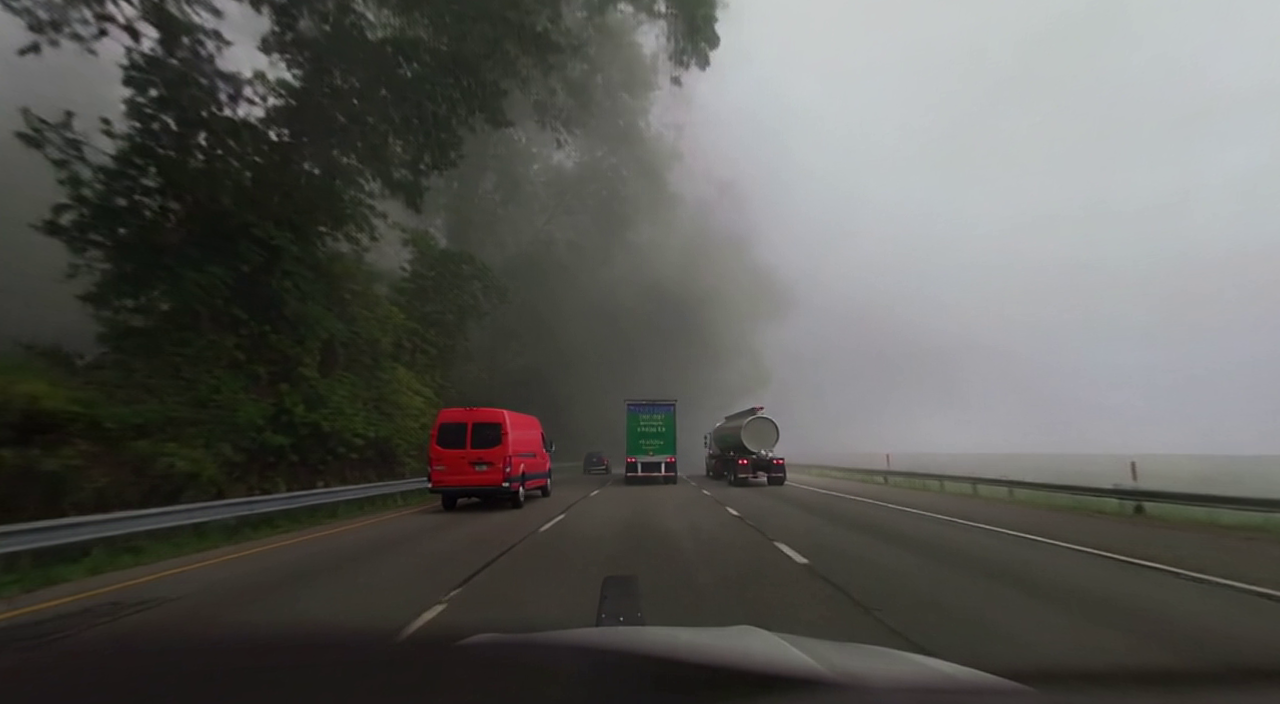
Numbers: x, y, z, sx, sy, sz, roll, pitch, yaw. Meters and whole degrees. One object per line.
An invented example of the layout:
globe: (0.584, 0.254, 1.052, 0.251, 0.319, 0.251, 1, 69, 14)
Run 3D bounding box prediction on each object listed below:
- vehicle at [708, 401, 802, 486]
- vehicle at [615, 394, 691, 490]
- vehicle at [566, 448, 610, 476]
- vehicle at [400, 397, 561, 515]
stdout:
vehicle: (5.357, 4.668, 31.867, 2.706, 3.500, 11.483, 0, -9, 1)
vehicle: (0.286, 4.004, 27.579, 2.773, 3.455, 9.118, 0, -9, -2)
vehicle: (-3.175, 6.799, 39.162, 2.134, 1.652, 4.439, -1, -9, 3)
vehicle: (-3.898, 2.776, 17.040, 2.525, 2.572, 6.260, 0, -9, 2)
